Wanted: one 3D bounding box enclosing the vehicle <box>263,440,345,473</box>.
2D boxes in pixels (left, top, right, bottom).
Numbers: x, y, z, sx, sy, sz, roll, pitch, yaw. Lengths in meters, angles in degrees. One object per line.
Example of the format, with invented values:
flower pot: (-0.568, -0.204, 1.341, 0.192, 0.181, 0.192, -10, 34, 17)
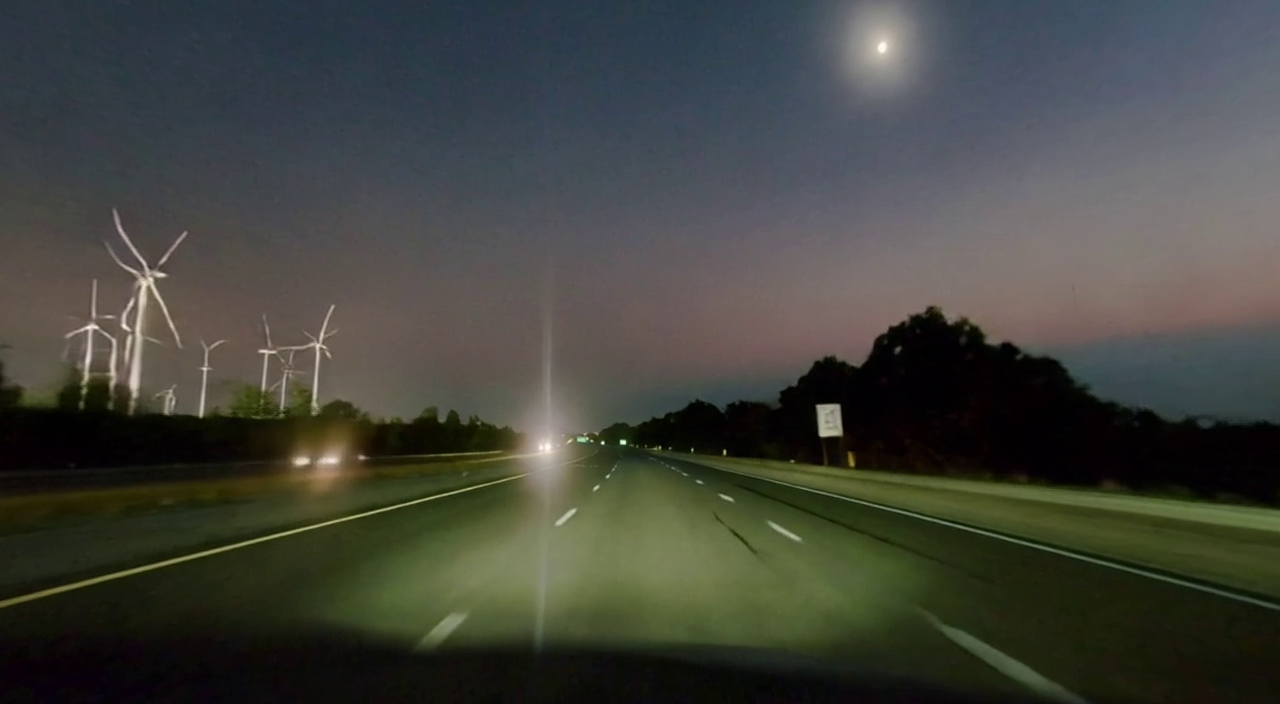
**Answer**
vehicle: (-16.714, 5.220, 31.637, 1.887, 1.505, 4.059, 0, -9, 0)
